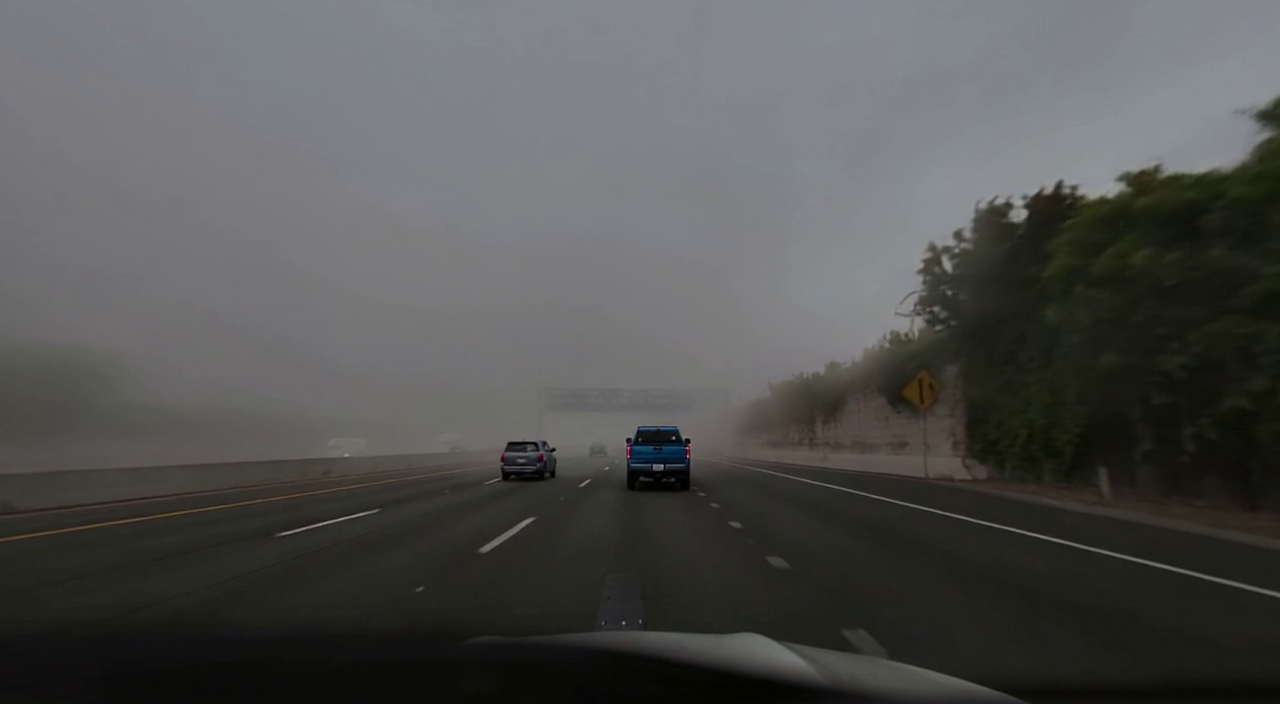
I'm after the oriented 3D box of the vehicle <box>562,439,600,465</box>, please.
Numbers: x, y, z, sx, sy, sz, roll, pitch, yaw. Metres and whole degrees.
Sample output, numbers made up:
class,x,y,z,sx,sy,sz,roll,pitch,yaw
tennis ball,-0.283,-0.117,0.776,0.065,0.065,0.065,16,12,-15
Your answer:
class,x,y,z,sx,sy,sz,roll,pitch,yaw
vehicle,-3.851,6.650,42.046,2.061,1.584,4.290,0,-8,1

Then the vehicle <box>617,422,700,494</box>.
class,x,y,z,sx,sy,sz,roll,pitch,yaw
vehicle,0.480,3.011,18.227,2.083,1.792,4.782,0,-8,1

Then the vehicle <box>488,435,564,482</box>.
class,x,y,z,sx,sy,sz,roll,pitch,yaw
vehicle,-4.242,4.051,24.242,1.961,1.591,4.756,0,-8,1
